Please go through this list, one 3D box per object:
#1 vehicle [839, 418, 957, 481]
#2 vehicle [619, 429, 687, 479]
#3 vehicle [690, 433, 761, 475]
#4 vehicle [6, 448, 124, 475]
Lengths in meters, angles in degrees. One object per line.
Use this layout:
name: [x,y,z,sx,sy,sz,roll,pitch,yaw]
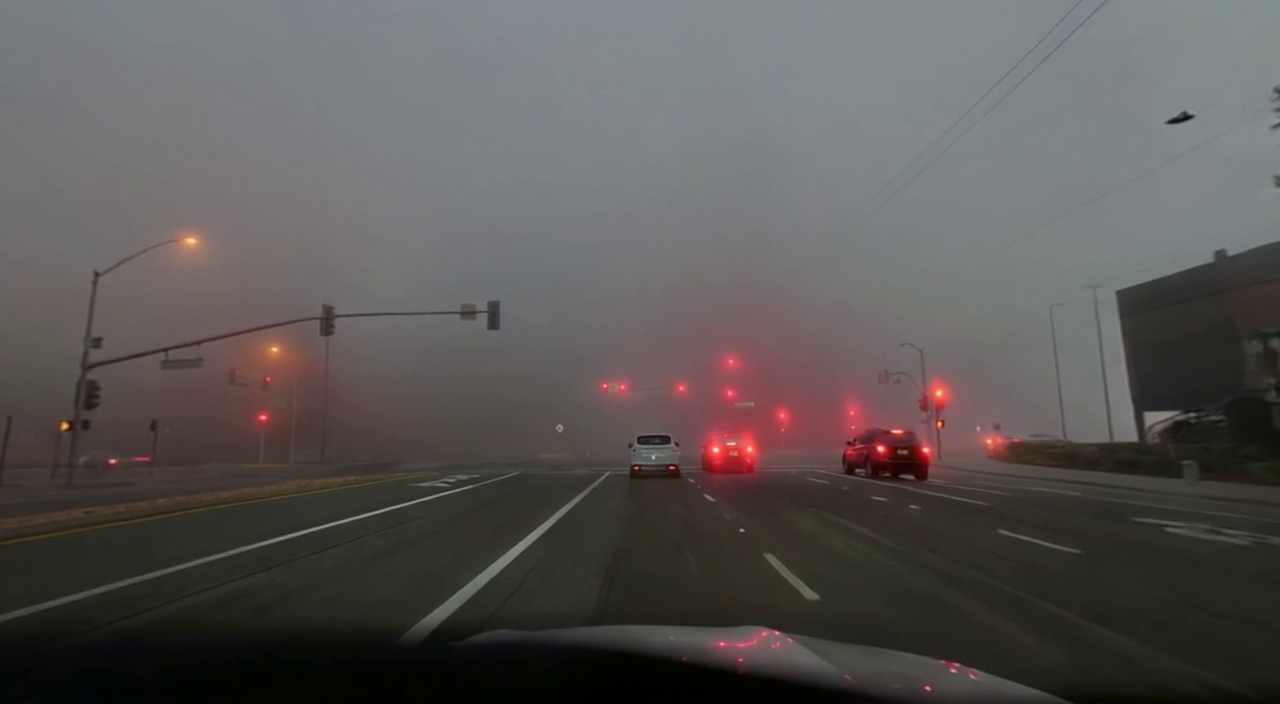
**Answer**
vehicle: [8.644,3.330,21.719,2.132,1.892,4.851,-1,-8,2]
vehicle: [0.405,3.510,21.851,2.099,1.516,4.681,0,-8,0]
vehicle: [3.157,3.870,24.045,1.994,1.436,4.169,0,-8,-2]
vehicle: [-32.478,6.183,35.733,4.448,1.422,1.890,2,-9,-13]
